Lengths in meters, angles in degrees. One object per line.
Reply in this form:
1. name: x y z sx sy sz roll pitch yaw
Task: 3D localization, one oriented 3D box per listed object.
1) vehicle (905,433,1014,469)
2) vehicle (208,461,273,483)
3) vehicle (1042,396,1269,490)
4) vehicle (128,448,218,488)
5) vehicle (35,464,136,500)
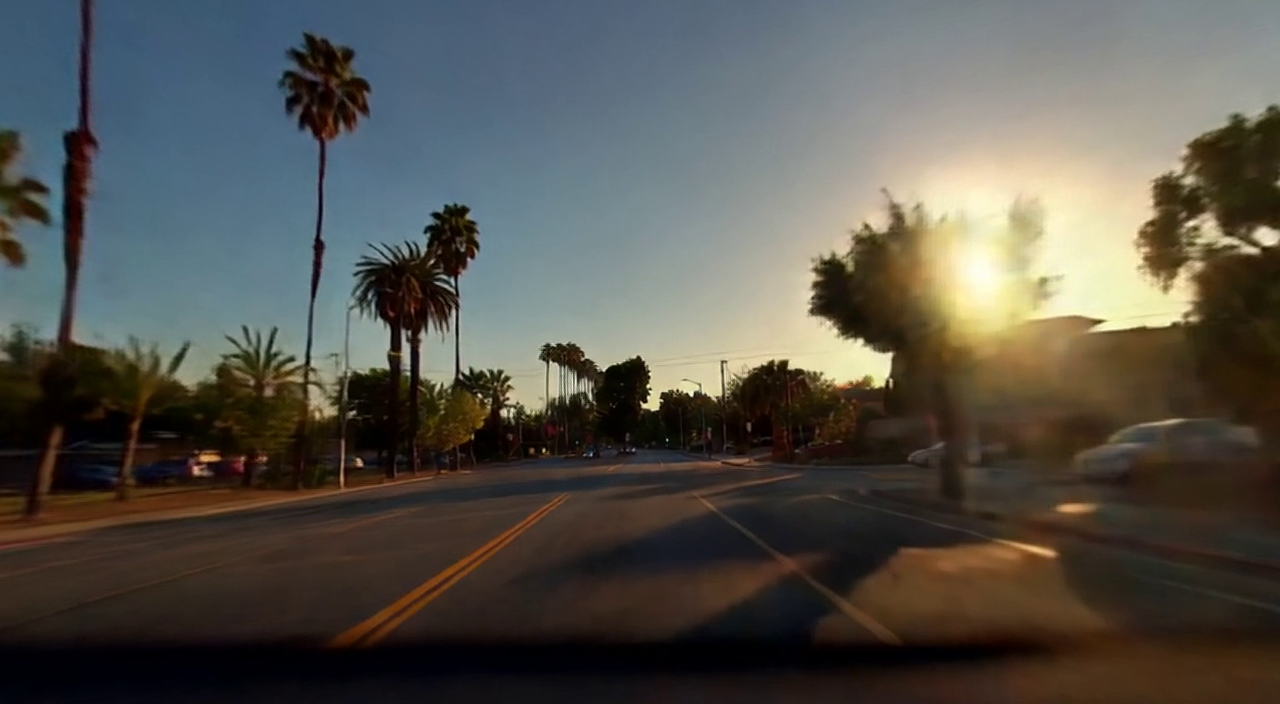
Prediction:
1. vehicle: 16.214 5.026 32.235 4.296 1.701 2.255 0 -8 -1
2. vehicle: -30.628 9.146 48.432 4.858 1.473 2.034 -5 -9 29
3. vehicle: 12.771 2.261 15.682 4.963 2.031 2.132 4 -9 -23
4. vehicle: -26.356 6.466 35.640 4.714 1.999 2.272 -5 -8 30
5. vehicle: -26.083 6.044 29.706 4.452 1.466 1.910 -4 -10 27
